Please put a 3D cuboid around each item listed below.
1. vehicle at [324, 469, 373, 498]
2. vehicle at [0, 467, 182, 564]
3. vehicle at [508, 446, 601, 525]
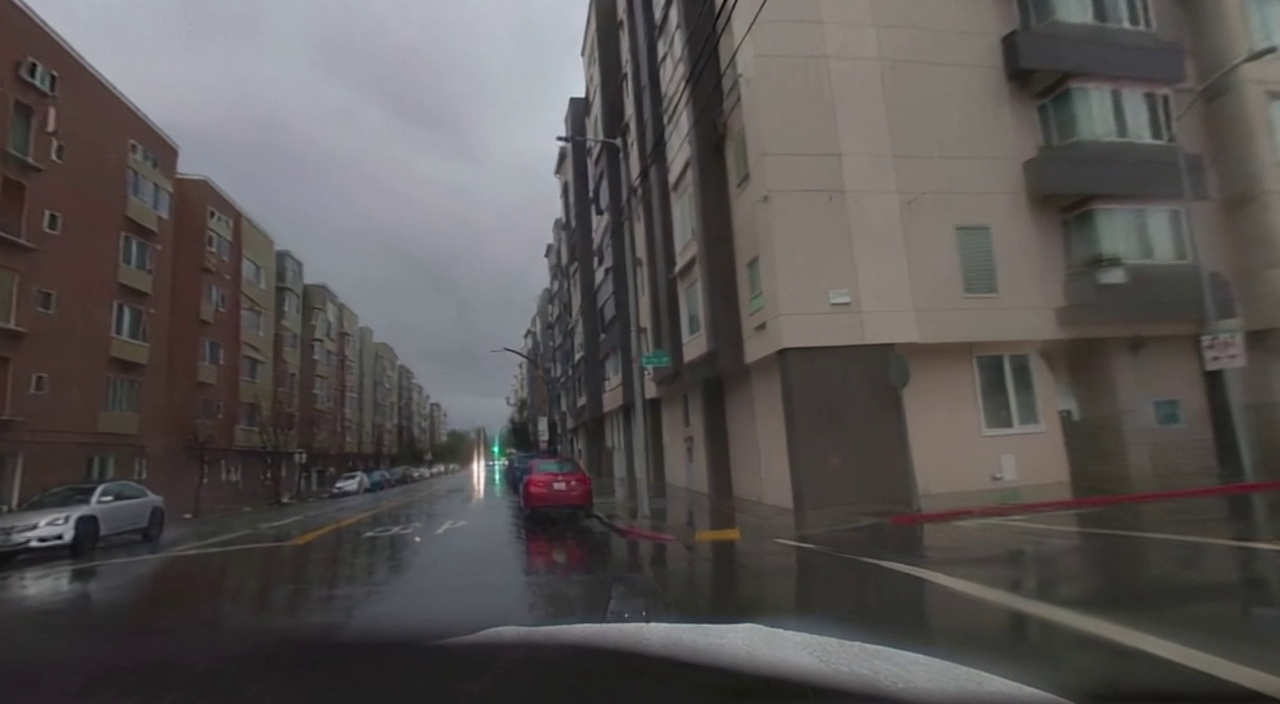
[{"bbox_3d":[-19.160,8.607,41.596,2.032,1.641,4.162,1,-9,-13],"label":"vehicle"},{"bbox_3d":[-13.711,3.878,15.582,2.140,1.874,4.475,1,-9,-13],"label":"vehicle"},{"bbox_3d":[-2.480,3.572,17.460,2.164,1.721,4.416,-3,-8,-11],"label":"vehicle"}]
